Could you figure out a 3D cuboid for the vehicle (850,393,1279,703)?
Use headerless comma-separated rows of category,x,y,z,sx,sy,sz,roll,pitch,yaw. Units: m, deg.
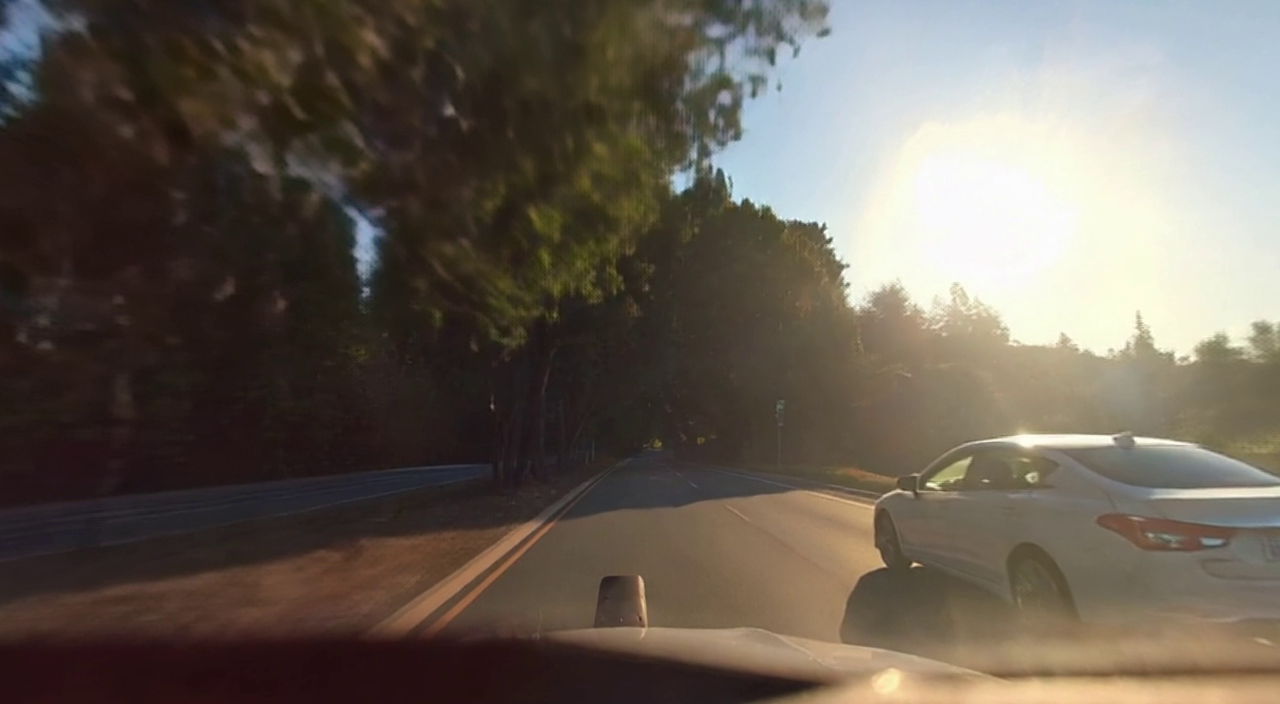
vehicle,3.577,1.326,5.275,2.060,1.584,4.592,0,-9,0
